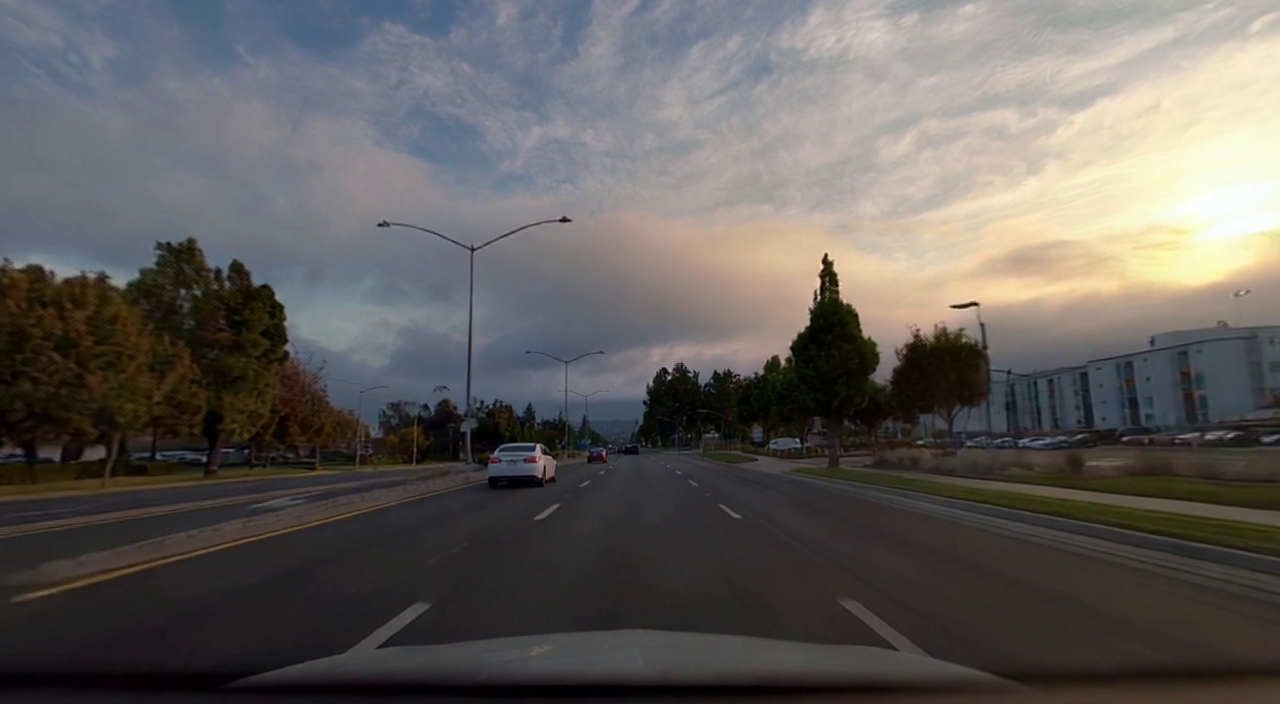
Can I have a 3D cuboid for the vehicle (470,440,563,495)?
[{"bbox_3d":[-3.655,3.497,19.523,2.003,1.454,4.484,0,-8,0],"label":"vehicle"}]
